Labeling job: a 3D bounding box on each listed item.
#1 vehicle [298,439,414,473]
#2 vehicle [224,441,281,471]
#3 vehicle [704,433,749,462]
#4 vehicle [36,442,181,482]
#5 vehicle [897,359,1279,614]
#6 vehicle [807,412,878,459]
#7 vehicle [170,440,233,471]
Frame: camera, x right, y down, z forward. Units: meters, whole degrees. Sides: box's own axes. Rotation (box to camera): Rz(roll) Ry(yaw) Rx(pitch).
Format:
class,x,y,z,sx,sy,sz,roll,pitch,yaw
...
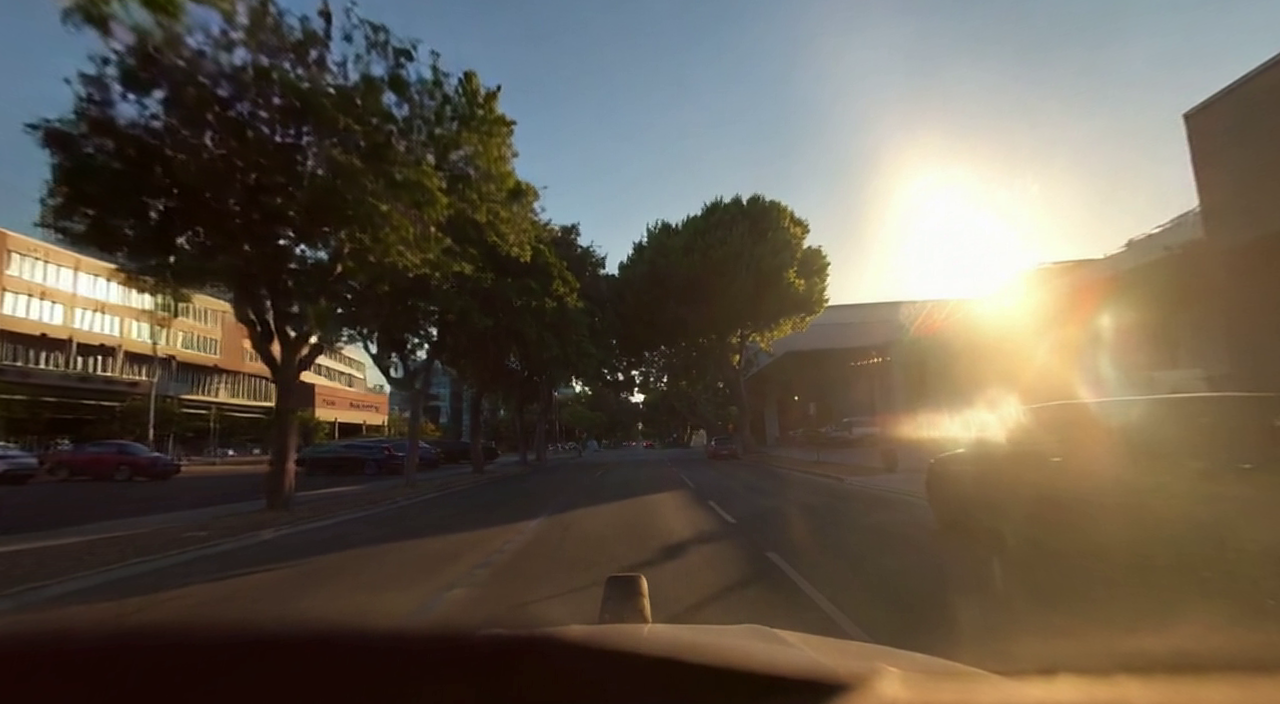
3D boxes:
class,x,y,z,sx,sy,sz,roll,pitch,yaw
vehicle,-14.706,5.417,32.942,4.954,1.614,2.227,0,-9,-5
vehicle,-24.682,6.611,40.381,2.026,1.723,4.633,4,-8,-19
vehicle,5.980,6.705,44.376,2.338,1.942,5.267,0,-8,-1
vehicle,-24.654,5.094,29.493,2.032,1.686,4.652,-3,-9,19
vehicle,5.969,1.545,8.369,2.356,2.076,6.287,0,-8,-1
vehicle,13.140,5.530,41.466,2.935,2.889,5.499,-1,-9,2
vehicle,-27.483,6.472,39.708,2.026,1.723,4.322,3,-8,-19
